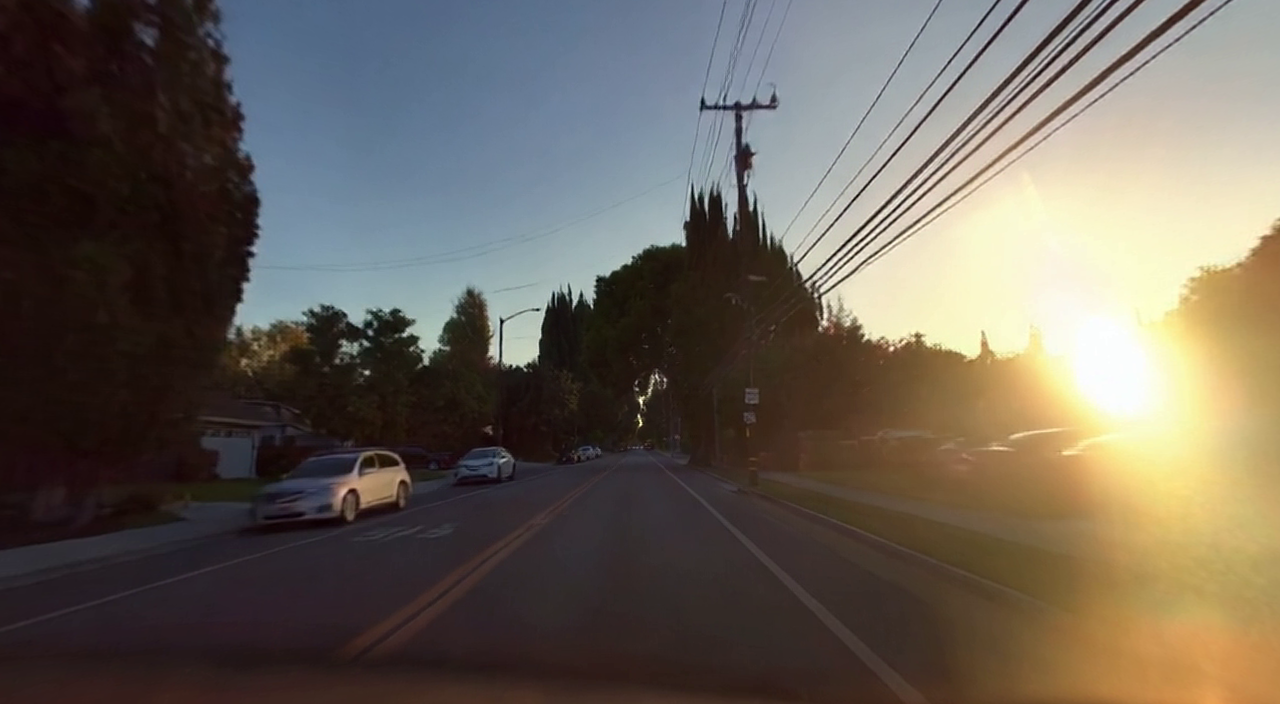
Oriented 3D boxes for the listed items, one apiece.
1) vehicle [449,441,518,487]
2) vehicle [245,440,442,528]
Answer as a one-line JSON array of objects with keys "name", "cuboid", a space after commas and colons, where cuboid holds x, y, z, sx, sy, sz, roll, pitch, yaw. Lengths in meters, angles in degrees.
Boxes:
[{"name": "vehicle", "cuboid": [-6.711, 4.831, 27.557, 1.923, 1.687, 4.511, -4, -9, -1]}, {"name": "vehicle", "cuboid": [-6.469, 2.923, 14.562, 2.129, 1.556, 4.778, -4, -9, 2]}]
